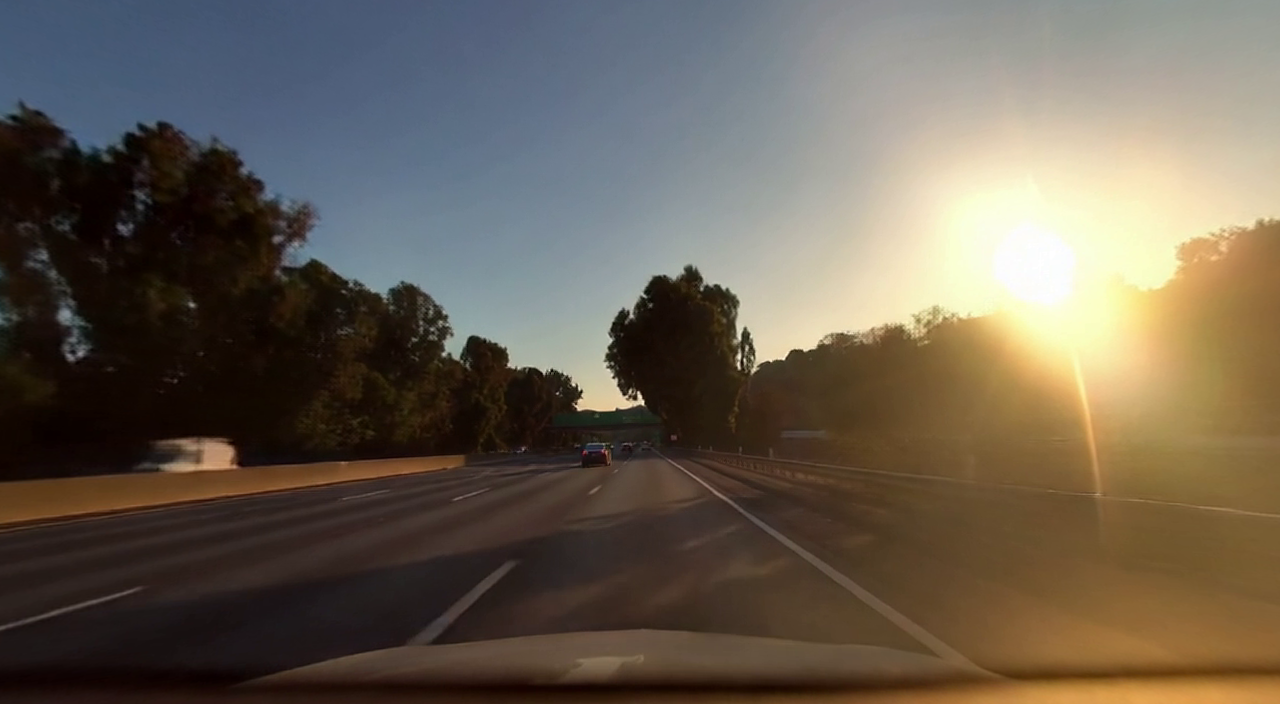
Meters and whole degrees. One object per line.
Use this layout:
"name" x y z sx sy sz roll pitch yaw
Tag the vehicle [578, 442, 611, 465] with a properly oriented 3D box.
"vehicle" -3.167 7.176 44.787 1.993 1.589 3.898 0 -8 1
